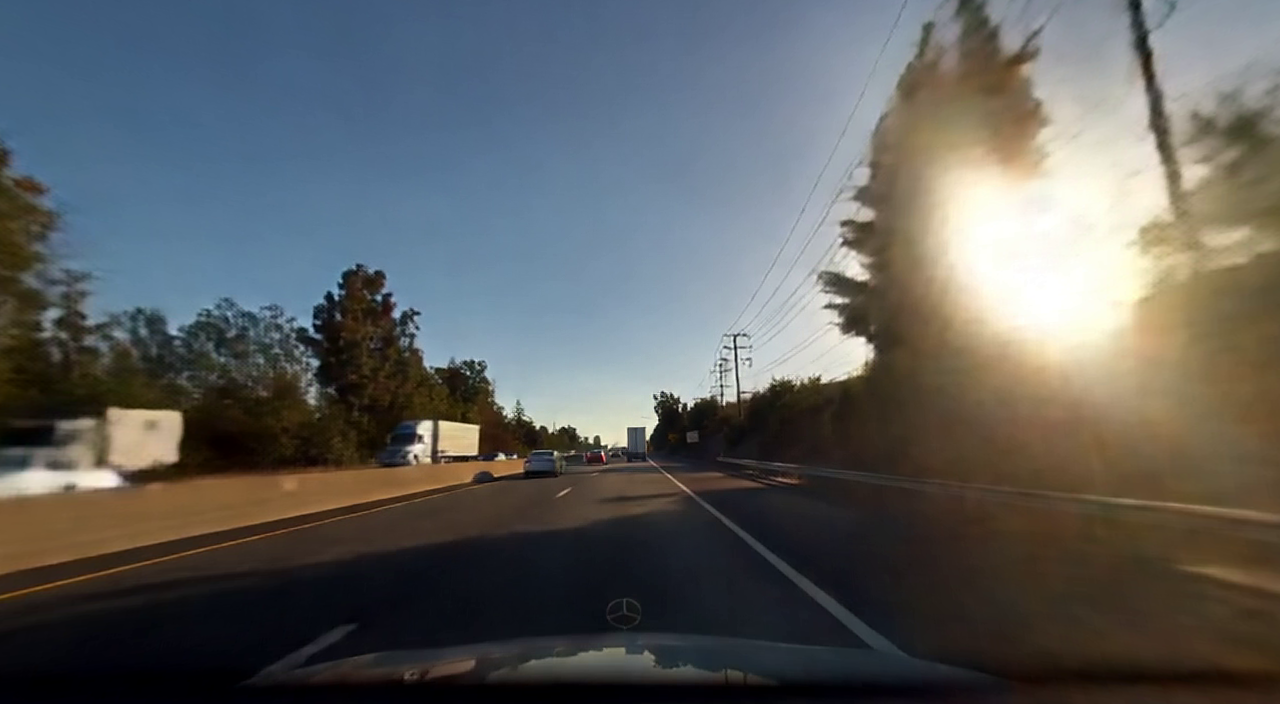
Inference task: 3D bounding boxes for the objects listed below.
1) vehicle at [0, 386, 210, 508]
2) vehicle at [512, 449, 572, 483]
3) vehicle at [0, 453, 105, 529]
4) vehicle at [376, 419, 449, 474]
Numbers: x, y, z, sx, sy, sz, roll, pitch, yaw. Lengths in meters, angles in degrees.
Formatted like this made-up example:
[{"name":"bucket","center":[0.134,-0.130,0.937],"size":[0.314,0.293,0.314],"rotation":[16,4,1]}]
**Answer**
[{"name":"vehicle","center":[-18.303,3.211,21.266],"size":[2.744,3.453,6.712],"rotation":[0,-9,0]},{"name":"vehicle","center":[-4.499,5.300,29.628],"size":[2.106,1.445,4.404],"rotation":[0,-9,1]},{"name":"vehicle","center":[-13.583,2.836,12.924],"size":[1.764,1.486,3.947],"rotation":[0,-9,0]},{"name":"vehicle","center":[-17.278,7.287,48.483],"size":[2.941,3.886,7.160],"rotation":[0,-9,-1]}]
